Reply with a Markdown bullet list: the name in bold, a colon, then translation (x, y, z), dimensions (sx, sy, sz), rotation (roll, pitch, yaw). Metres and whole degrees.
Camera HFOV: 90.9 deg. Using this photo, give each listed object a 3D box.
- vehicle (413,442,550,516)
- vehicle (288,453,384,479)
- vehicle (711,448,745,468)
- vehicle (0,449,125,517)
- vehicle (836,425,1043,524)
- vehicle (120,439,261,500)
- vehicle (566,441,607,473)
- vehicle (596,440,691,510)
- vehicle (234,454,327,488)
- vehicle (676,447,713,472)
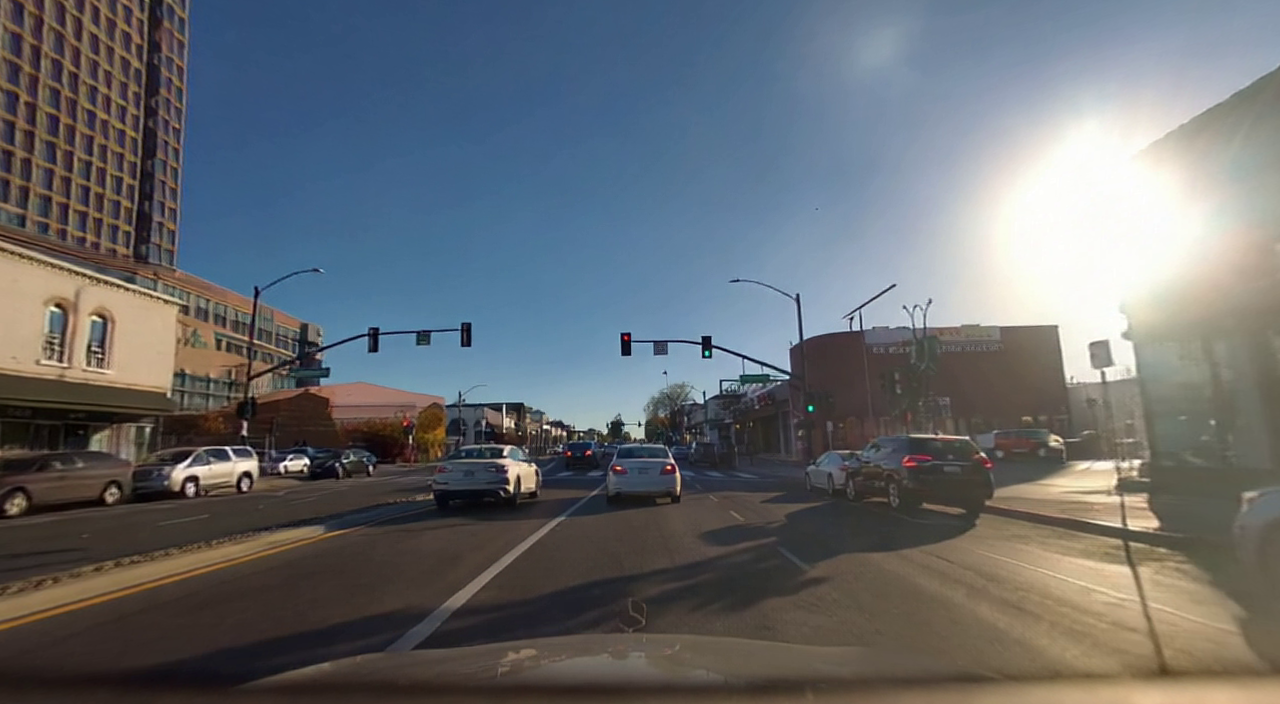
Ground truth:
- **vehicle**: translation (-3.431, 2.823, 14.562), dimensions (1.950, 1.450, 4.257), rotation (0, -9, 2)
- **vehicle**: translation (-18.874, 7.057, 39.174), dimensions (5.163, 1.510, 2.174), rotation (-2, -9, 15)
- **vehicle**: translation (6.849, 8.308, 49.409), dimensions (1.944, 1.462, 4.406), rotation (0, -9, 0)
- **vehicle**: translation (-17.108, 3.563, 17.501), dimensions (1.888, 1.692, 4.356), rotation (0, -9, 0)
- **vehicle**: translation (6.552, 2.742, 14.739), dimensions (2.289, 1.867, 5.322), rotation (0, -9, 1)
- **vehicle**: translation (-16.549, 4.310, 23.706), dimensions (2.239, 1.963, 5.779), rotation (2, -9, -14)
- **vehicle**: translation (-3.096, 6.208, 37.431), dimensions (2.007, 1.736, 4.185), rotation (0, -9, 1)
- **vehicle**: translation (0.065, 2.954, 15.612), dimensions (2.037, 1.484, 4.073), rotation (0, -9, 0)
- **vehicle**: translation (-17.207, 5.686, 30.439), dimensions (1.774, 1.436, 4.473), rotation (0, -9, 1)
- **vehicle**: translation (3.415, 6.844, 40.472), dimensions (2.047, 1.463, 4.514), rotation (0, -9, 1)
